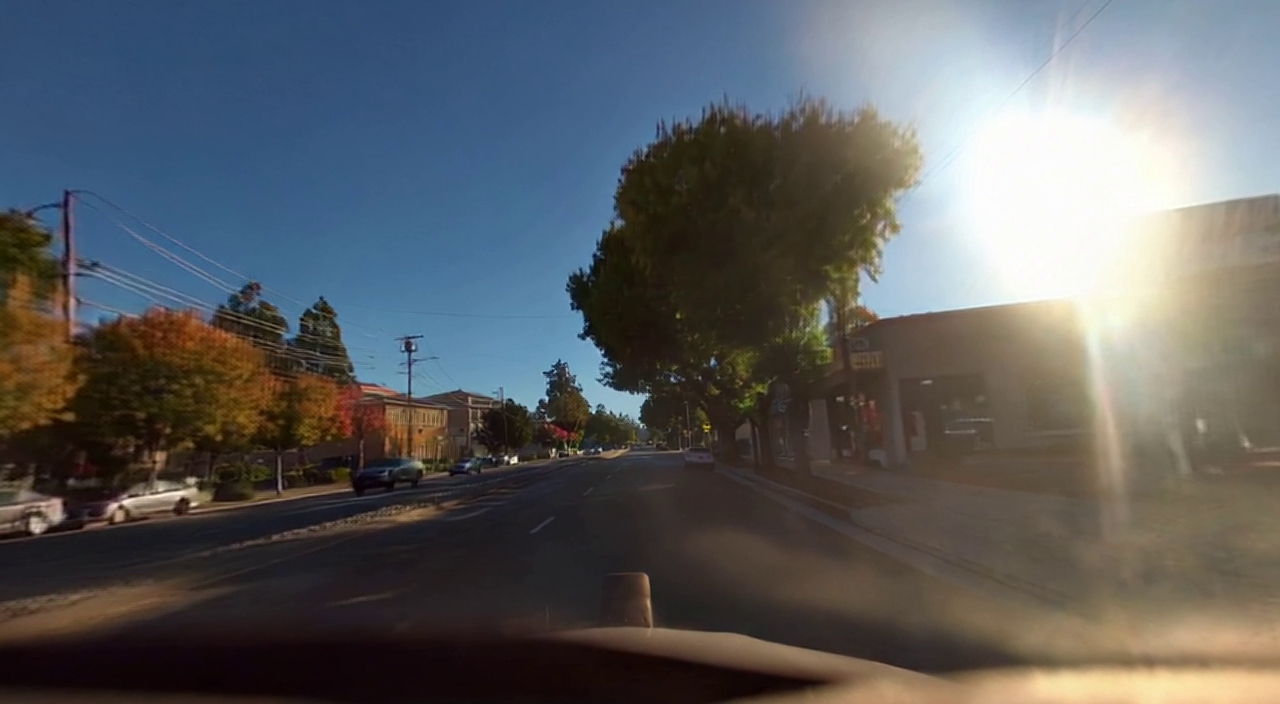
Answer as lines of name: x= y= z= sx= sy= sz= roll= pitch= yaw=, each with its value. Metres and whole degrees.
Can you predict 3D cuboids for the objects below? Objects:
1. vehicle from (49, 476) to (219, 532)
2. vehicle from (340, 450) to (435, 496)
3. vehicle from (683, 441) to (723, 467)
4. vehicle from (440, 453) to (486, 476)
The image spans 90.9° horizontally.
vehicle: x=-17.753 y=5.333 z=22.520 sx=1.902 sy=1.484 sz=4.908 roll=-1 pitch=-9 yaw=2
vehicle: x=-10.992 y=5.262 z=27.872 sx=2.079 sy=1.812 sz=4.757 roll=0 pitch=-9 yaw=2
vehicle: x=3.842 y=6.320 z=39.263 sx=2.041 sy=1.523 sz=4.281 roll=0 pitch=-9 yaw=0
vehicle: x=-13.384 y=8.525 z=47.874 sx=1.915 sy=1.505 sz=4.726 roll=-3 pitch=-9 yaw=3
